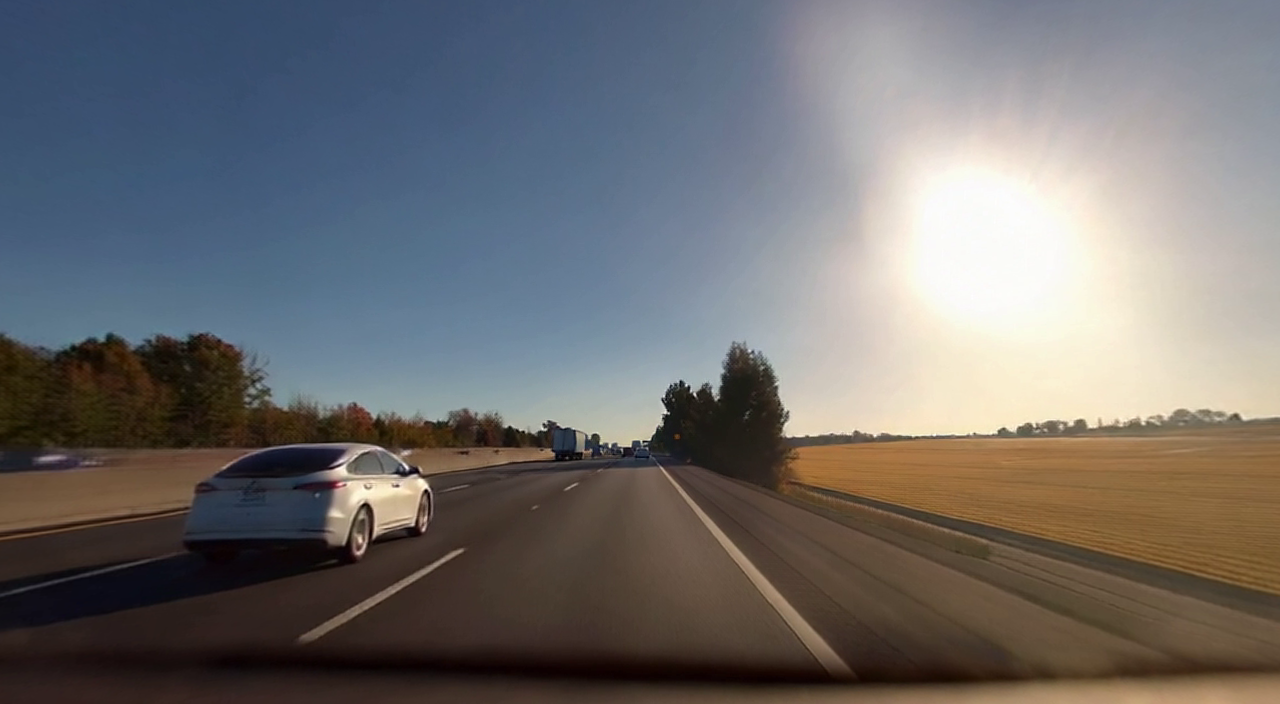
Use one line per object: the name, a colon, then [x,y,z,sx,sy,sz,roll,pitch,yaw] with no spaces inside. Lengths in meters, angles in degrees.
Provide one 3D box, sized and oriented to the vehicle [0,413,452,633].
vehicle: [-3.870,1.592,6.982,2.028,1.553,4.820,0,-9,1]
